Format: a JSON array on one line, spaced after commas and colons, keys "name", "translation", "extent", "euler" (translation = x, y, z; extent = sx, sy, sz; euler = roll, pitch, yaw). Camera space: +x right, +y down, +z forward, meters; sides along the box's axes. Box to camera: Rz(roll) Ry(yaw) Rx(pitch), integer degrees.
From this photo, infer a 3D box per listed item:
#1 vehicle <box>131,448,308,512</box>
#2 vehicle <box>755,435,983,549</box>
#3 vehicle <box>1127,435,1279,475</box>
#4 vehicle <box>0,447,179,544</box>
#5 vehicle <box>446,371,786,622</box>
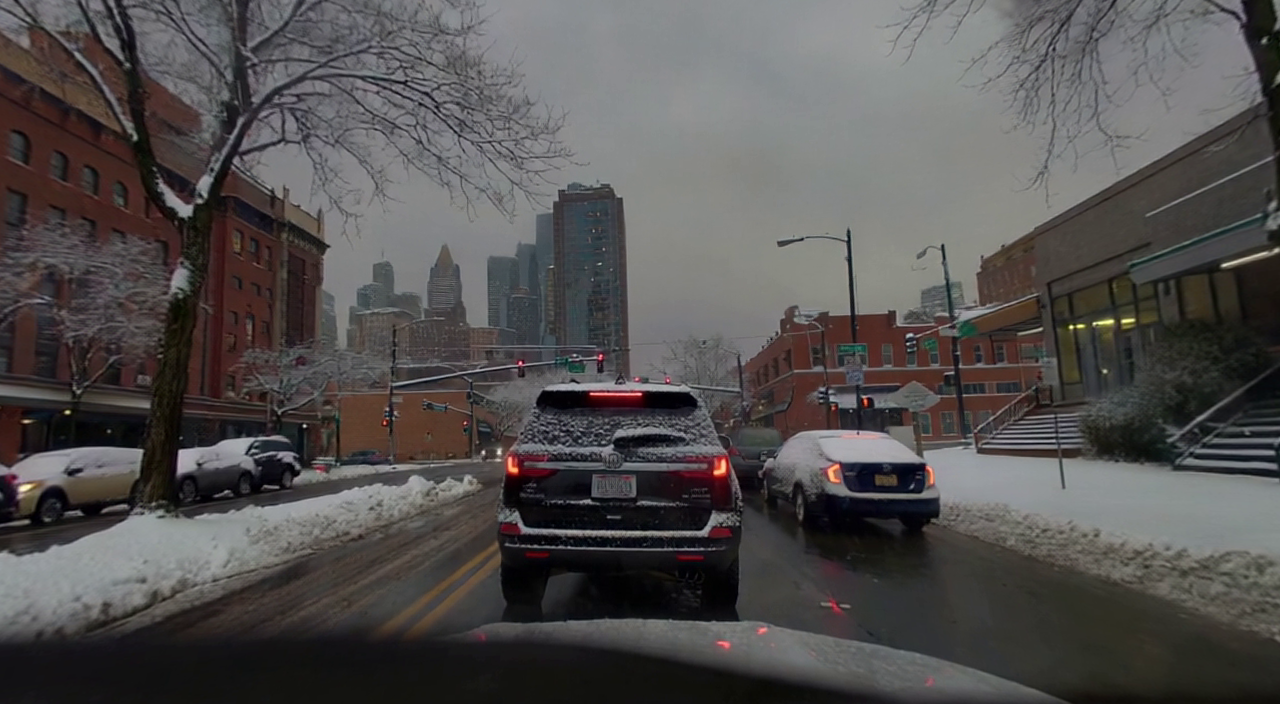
[{"name": "vehicle", "translation": [-12.468, 3.775, 19.123], "extent": [2.207, 1.648, 4.675], "euler": [0, -8, -1]}, {"name": "vehicle", "translation": [3.290, 2.083, 10.080], "extent": [2.056, 1.422, 4.130], "euler": [0, -8, -1]}, {"name": "vehicle", "translation": [22.174, 4.048, 24.956], "extent": [4.055, 1.469, 1.848], "euler": [-4, -9, 26]}, {"name": "vehicle", "translation": [-12.545, 2.911, 13.452], "extent": [1.891, 1.723, 4.360], "euler": [0, -8, 1]}, {"name": "vehicle", "translation": [-0.167, 1.358, 6.777], "extent": [2.453, 1.816, 4.300], "euler": [0, -8, 0]}]
